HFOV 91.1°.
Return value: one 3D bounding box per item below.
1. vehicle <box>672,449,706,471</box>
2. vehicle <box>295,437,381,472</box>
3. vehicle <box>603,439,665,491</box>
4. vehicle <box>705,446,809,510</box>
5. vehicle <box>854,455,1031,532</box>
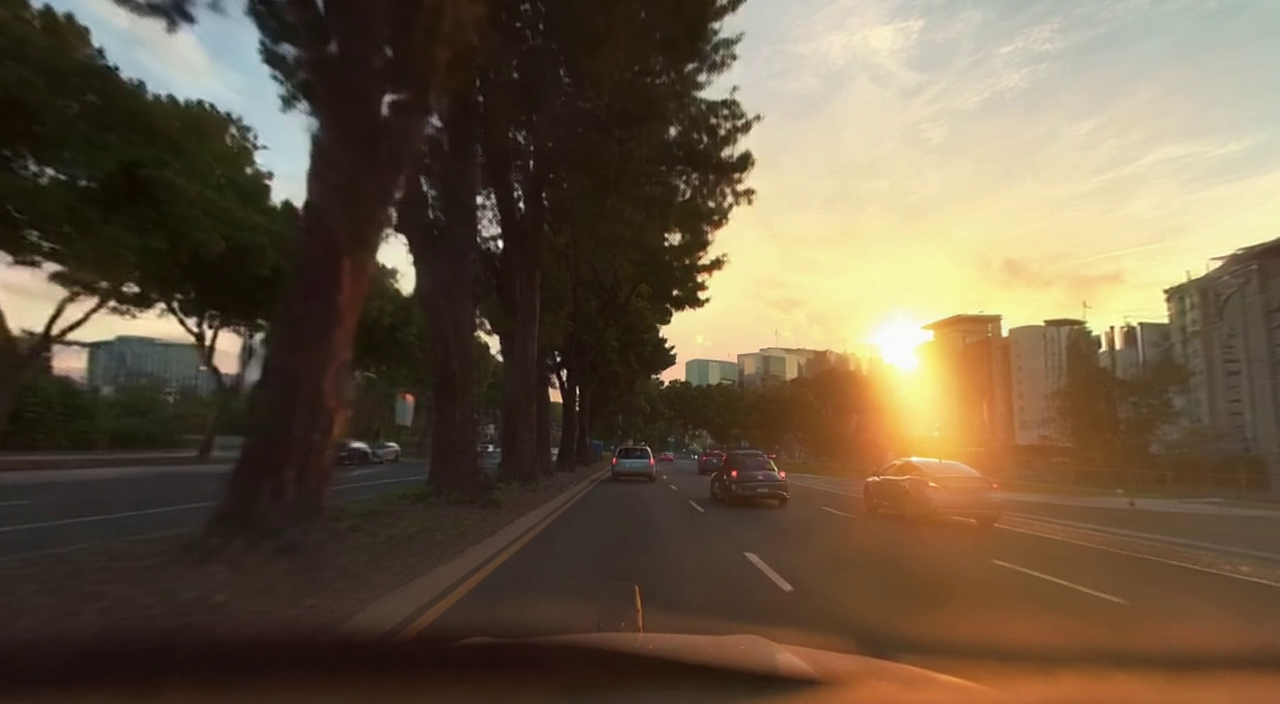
[{"bbox_3d":[3.417,7.624,44.659,2.012,1.462,4.163,0,-9,-1],"label":"vehicle"},{"bbox_3d":[-15.746,5.368,33.050,2.100,1.708,4.567,0,-9,2],"label":"vehicle"},{"bbox_3d":[-0.207,4.007,22.615,2.008,1.674,4.239,0,-9,0],"label":"vehicle"},{"bbox_3d":[3.002,3.325,17.114,1.932,1.510,4.168,0,-9,-1],"label":"vehicle"},{"bbox_3d":[6.712,3.150,14.579,1.944,1.458,4.268,0,-9,0],"label":"vehicle"}]
